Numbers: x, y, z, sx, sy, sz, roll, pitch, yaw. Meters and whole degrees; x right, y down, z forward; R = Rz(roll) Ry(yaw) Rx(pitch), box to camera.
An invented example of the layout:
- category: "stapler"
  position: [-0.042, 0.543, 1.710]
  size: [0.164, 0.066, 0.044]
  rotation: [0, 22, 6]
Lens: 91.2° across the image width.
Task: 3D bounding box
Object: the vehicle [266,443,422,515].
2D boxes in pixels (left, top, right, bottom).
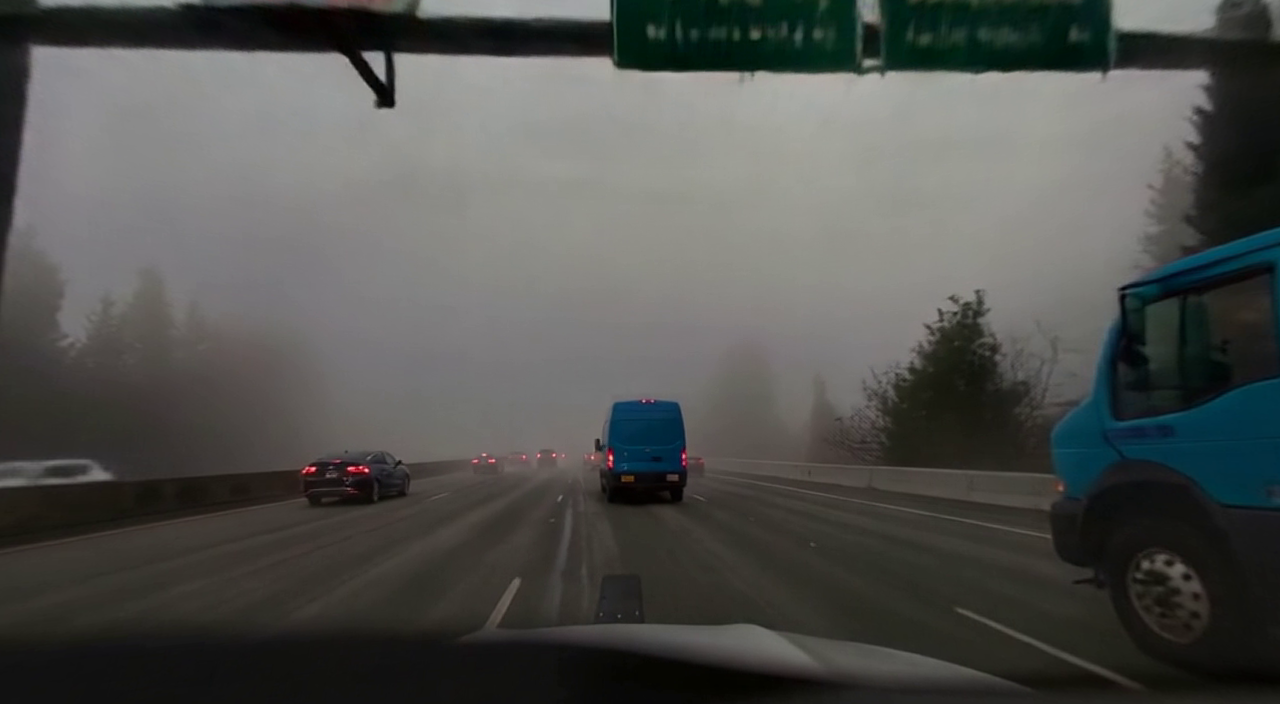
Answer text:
- category: "vehicle"
  position: [-7.103, 3.061, 15.663]
  size: [2.003, 1.498, 4.386]
  rotation: [0, -9, -4]

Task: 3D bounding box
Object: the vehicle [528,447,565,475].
- category: "vehicle"
  position: [-5.538, 6.511, 37.682]
  size: [2.002, 1.536, 4.021]
  rotation: [0, -9, -6]

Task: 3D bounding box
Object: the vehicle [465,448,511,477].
- category: "vehicle"
  position: [-8.659, 6.294, 35.937]
  size: [2.026, 1.506, 4.102]
  rotation: [1, -9, -7]

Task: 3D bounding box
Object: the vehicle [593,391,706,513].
- category: "vehicle"
  position: [0.008, 2.510, 15.948]
  size: [2.268, 2.551, 5.144]
  rotation: [0, -9, -6]

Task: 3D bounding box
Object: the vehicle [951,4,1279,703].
- category: "vehicle"
  position: [4.783, 0.026, 3.092]
  size: [2.959, 3.648, 6.040]
  rotation: [1, -9, -4]
